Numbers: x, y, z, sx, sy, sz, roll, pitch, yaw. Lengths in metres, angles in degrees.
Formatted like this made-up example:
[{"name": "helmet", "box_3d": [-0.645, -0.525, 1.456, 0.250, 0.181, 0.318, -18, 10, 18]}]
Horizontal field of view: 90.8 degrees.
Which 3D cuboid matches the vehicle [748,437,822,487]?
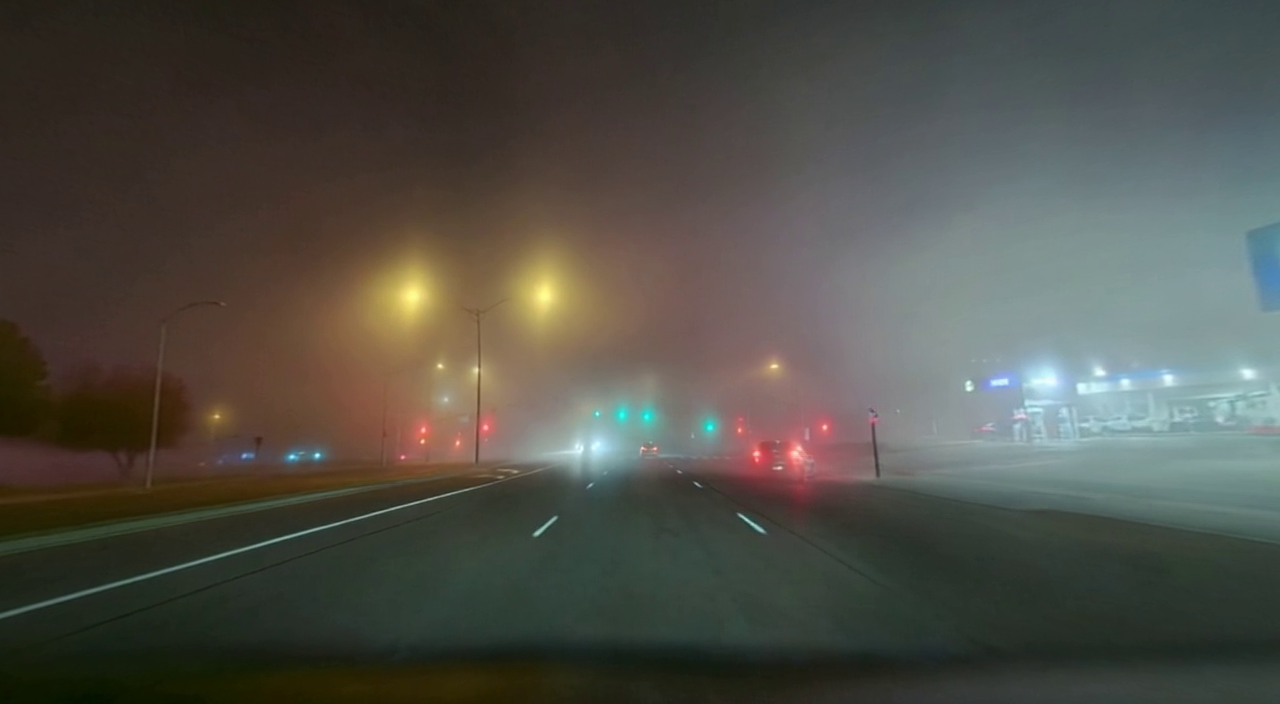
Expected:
[{"name": "vehicle", "box_3d": [4.785, 3.668, 21.488, 2.113, 1.470, 4.867, -2, -8, 9]}]
